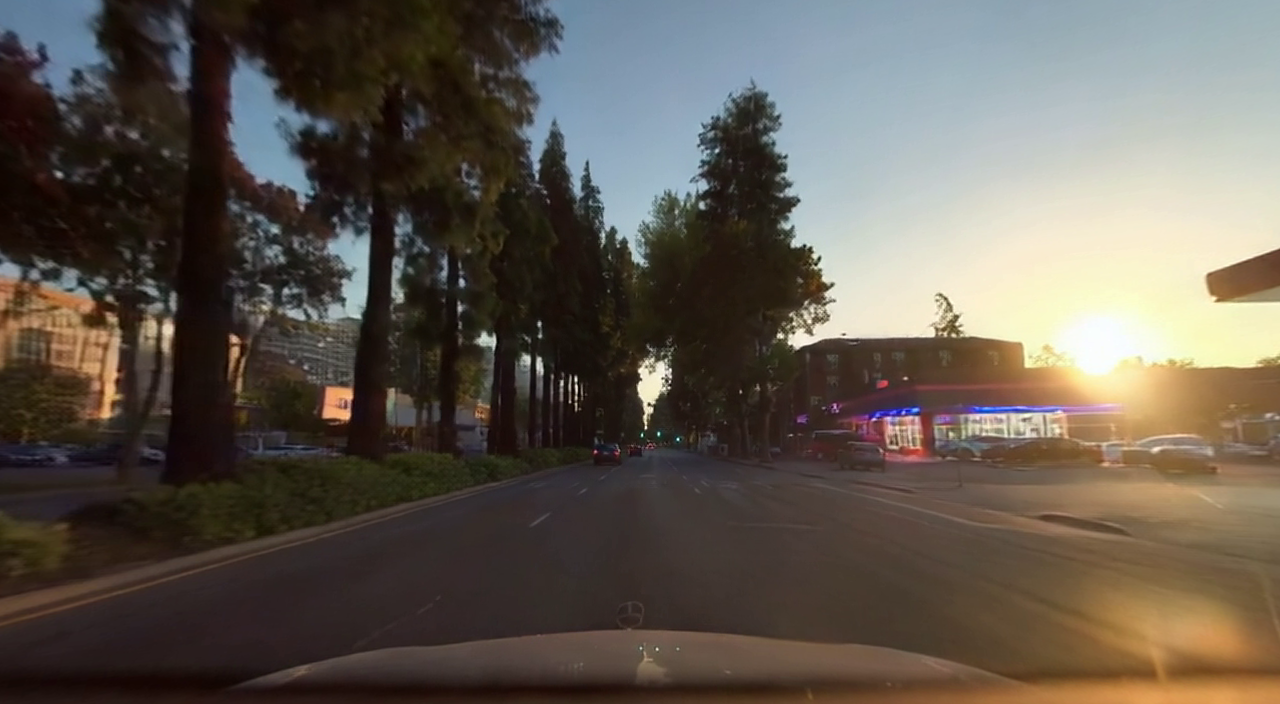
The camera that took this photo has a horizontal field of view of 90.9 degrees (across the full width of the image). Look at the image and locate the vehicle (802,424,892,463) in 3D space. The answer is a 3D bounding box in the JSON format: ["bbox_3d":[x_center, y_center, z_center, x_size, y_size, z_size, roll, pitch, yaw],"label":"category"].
[{"bbox_3d":[15.311,6.808,46.869,5.820,2.752,2.234,0,-9,-1],"label":"vehicle"}]

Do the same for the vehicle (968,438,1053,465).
[{"bbox_3d":[21.465,5.751,36.445,4.674,1.471,1.954,4,-10,-28],"label":"vehicle"}]

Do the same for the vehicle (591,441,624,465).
[{"bbox_3d":[-2.475,7.860,49.168,2.196,1.801,4.542,0,-9,1],"label":"vehicle"}]

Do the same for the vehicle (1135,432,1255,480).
[{"bbox_3d":[21.362,3.953,24.230,4.484,1.697,1.959,5,-10,-30],"label":"vehicle"}]

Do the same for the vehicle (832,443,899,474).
[{"bbox_3d":[11.804,5.572,33.312,1.967,1.500,4.353,-1,-9,1],"label":"vehicle"}]
